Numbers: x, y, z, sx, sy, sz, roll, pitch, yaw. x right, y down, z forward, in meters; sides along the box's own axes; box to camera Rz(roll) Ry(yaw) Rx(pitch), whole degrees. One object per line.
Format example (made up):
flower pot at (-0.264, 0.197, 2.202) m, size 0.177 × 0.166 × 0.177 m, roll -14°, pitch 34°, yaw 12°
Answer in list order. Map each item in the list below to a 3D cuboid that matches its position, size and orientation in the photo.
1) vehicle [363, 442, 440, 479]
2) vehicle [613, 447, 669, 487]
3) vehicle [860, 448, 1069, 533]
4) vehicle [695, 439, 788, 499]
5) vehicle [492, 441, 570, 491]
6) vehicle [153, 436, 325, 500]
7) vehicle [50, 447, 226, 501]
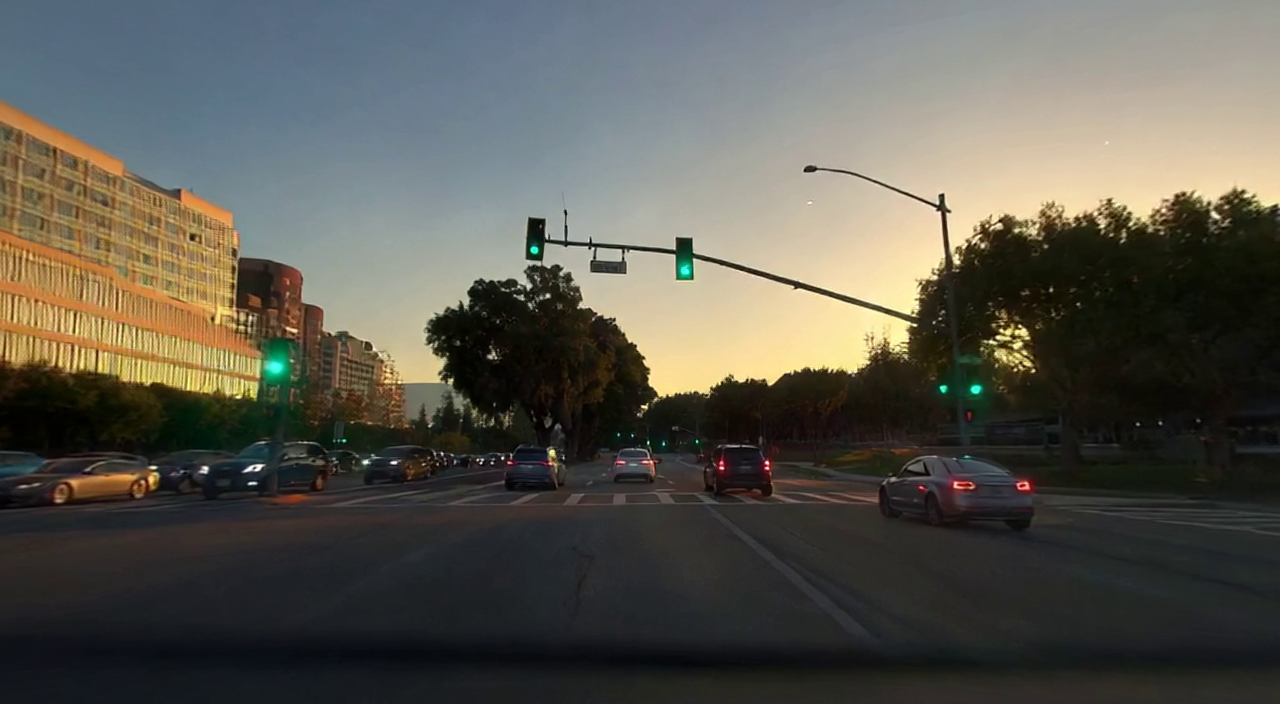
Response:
vehicle at (-12.762, 5.799, 34.179) m, size 2.259 × 1.804 × 4.990 m, roll 0°, pitch -8°, yaw -1°
vehicle at (-0.004, 4.690, 26.243) m, size 2.155 × 1.486 × 4.403 m, roll 0°, pitch -8°, yaw -1°
vehicle at (6.349, 2.718, 13.061) m, size 1.945 × 1.408 × 4.288 m, roll 0°, pitch -8°, yaw -2°
vehicle at (3.117, 3.692, 20.387) m, size 2.161 × 1.716 × 4.194 m, roll 0°, pitch -8°, yaw -2°
vehicle at (-3.930, 4.174, 23.565) m, size 2.172 × 1.671 × 4.175 m, roll 0°, pitch -8°, yaw 0°
vehicle at (-12.451, 3.606, 20.137) m, size 2.208 × 1.773 × 4.900 m, roll 0°, pitch -8°, yaw 0°
vehicle at (-15.998, 3.880, 20.531) m, size 2.071 × 1.473 × 4.444 m, roll -2°, pitch -9°, yaw 0°
